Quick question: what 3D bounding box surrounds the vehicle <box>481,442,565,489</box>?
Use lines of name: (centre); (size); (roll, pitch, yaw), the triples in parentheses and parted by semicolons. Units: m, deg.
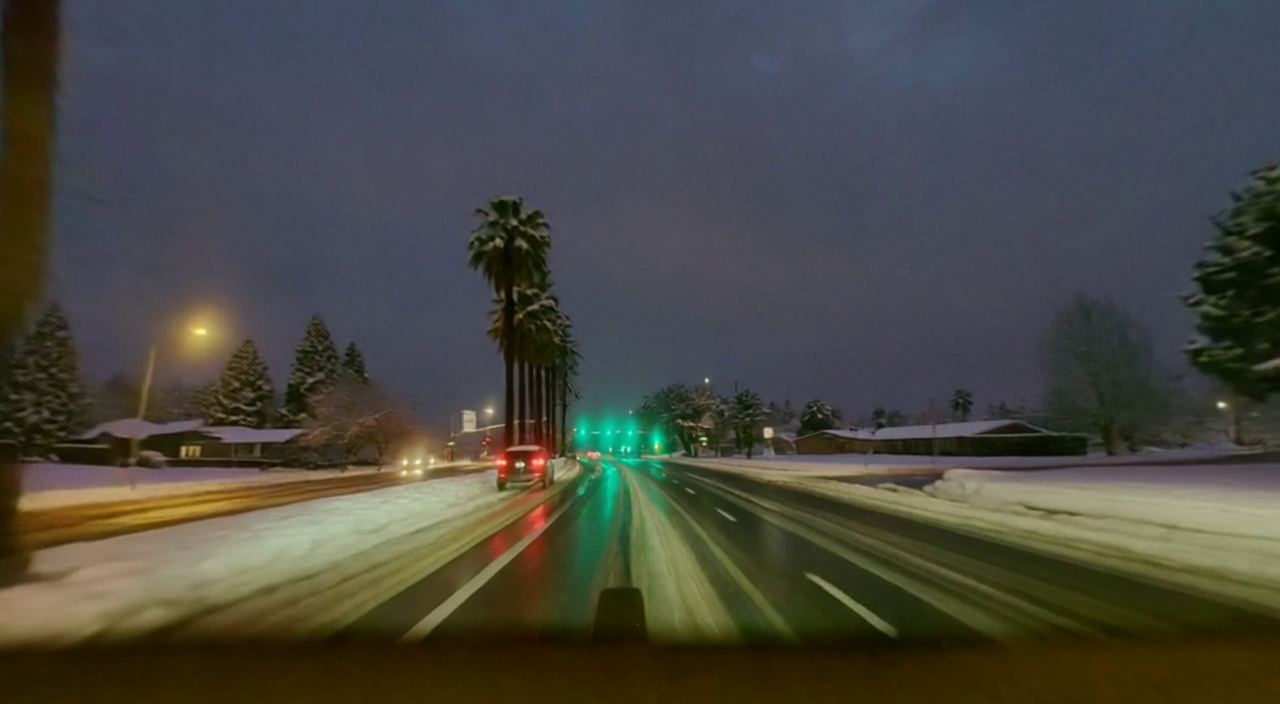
vehicle: (-3.944, 3.941, 22.198); (2.108, 1.475, 4.555); (0, -9, 0)
